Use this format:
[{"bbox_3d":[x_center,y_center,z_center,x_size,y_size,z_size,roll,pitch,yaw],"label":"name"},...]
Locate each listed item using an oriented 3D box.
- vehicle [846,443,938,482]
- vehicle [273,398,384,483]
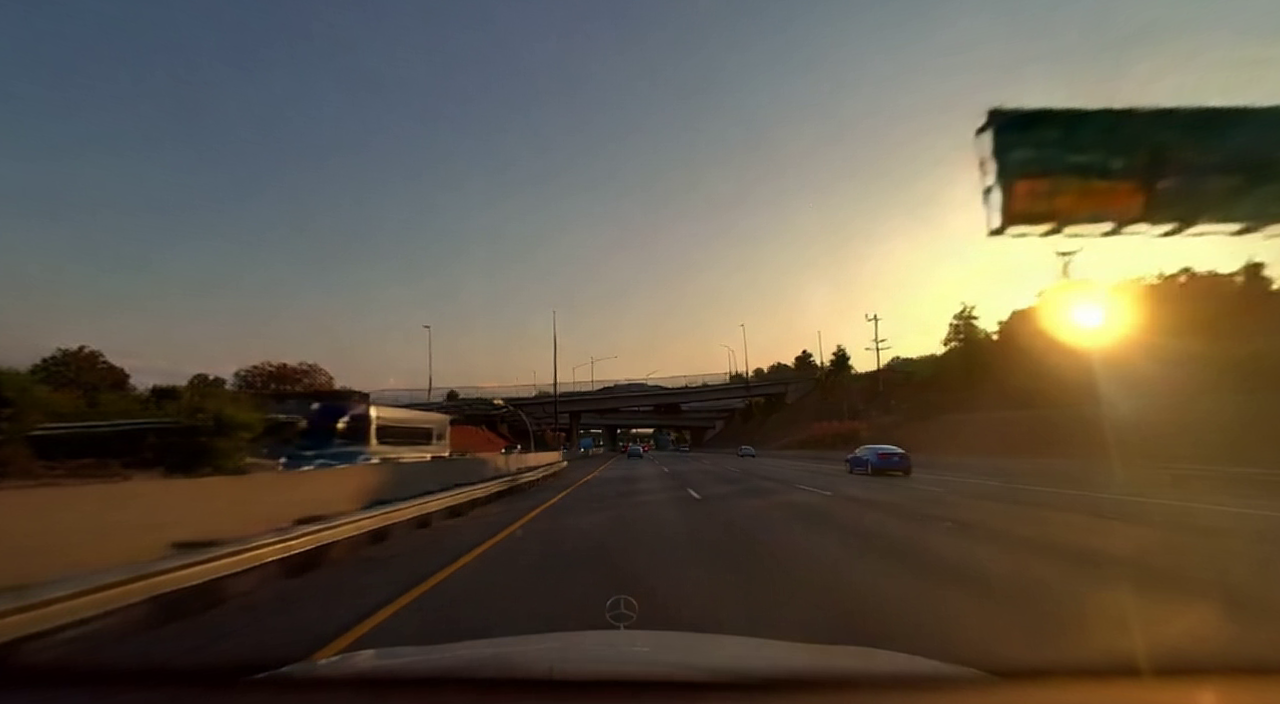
[{"bbox_3d":[10.650,4.668,27.127,2.024,1.481,4.747,0,-8,0],"label":"vehicle"},{"bbox_3d":[-17.651,5.071,36.408,3.002,4.461,6.338,0,-8,0],"label":"vehicle"}]
